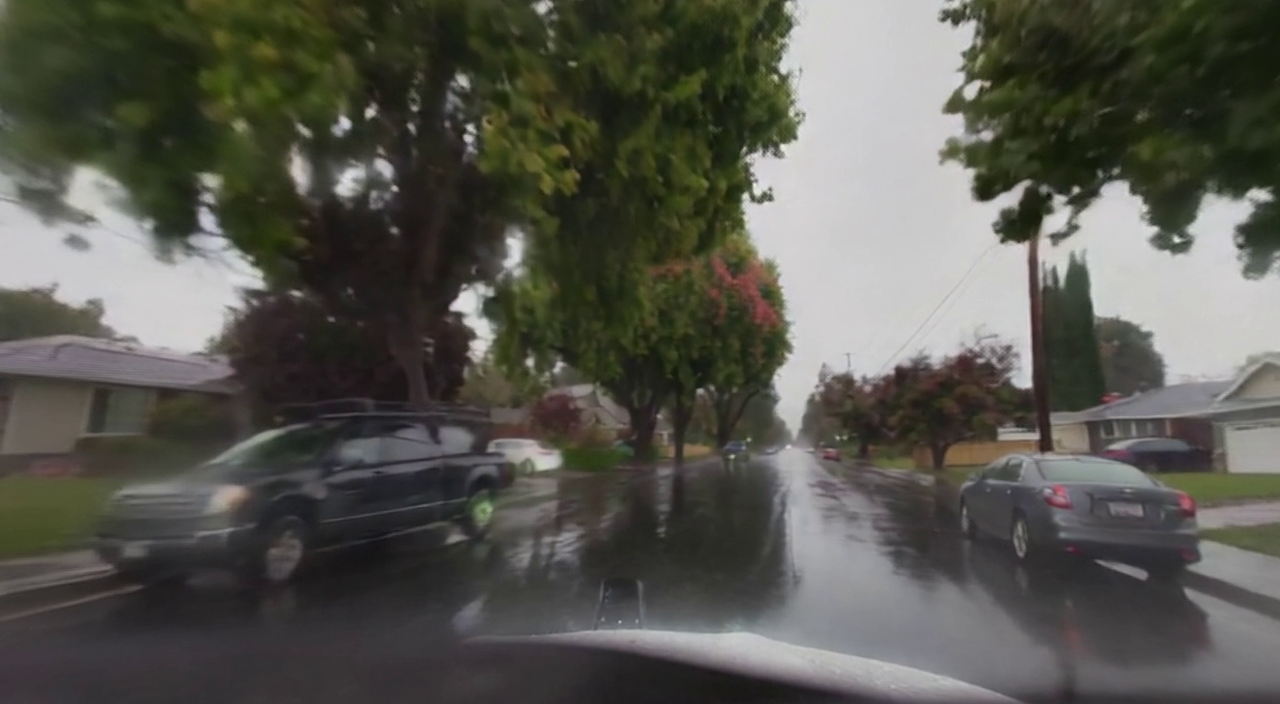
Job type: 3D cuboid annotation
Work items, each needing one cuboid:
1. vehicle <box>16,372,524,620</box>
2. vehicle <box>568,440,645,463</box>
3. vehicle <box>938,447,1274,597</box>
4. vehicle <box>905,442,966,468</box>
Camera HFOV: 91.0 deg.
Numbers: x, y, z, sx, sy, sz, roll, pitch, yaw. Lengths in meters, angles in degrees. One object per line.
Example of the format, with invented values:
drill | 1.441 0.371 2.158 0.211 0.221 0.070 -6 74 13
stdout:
vehicle | -3.921 1.686 8.610 2.337 2.084 6.088 -3 -9 13
vehicle | -2.324 6.925 43.901 4.977 1.558 2.079 -2 -8 14
vehicle | 5.779 2.052 8.733 1.959 1.431 4.647 -2 -8 13
vehicle | 20.913 7.294 44.688 3.647 1.784 1.650 -3 -8 16
